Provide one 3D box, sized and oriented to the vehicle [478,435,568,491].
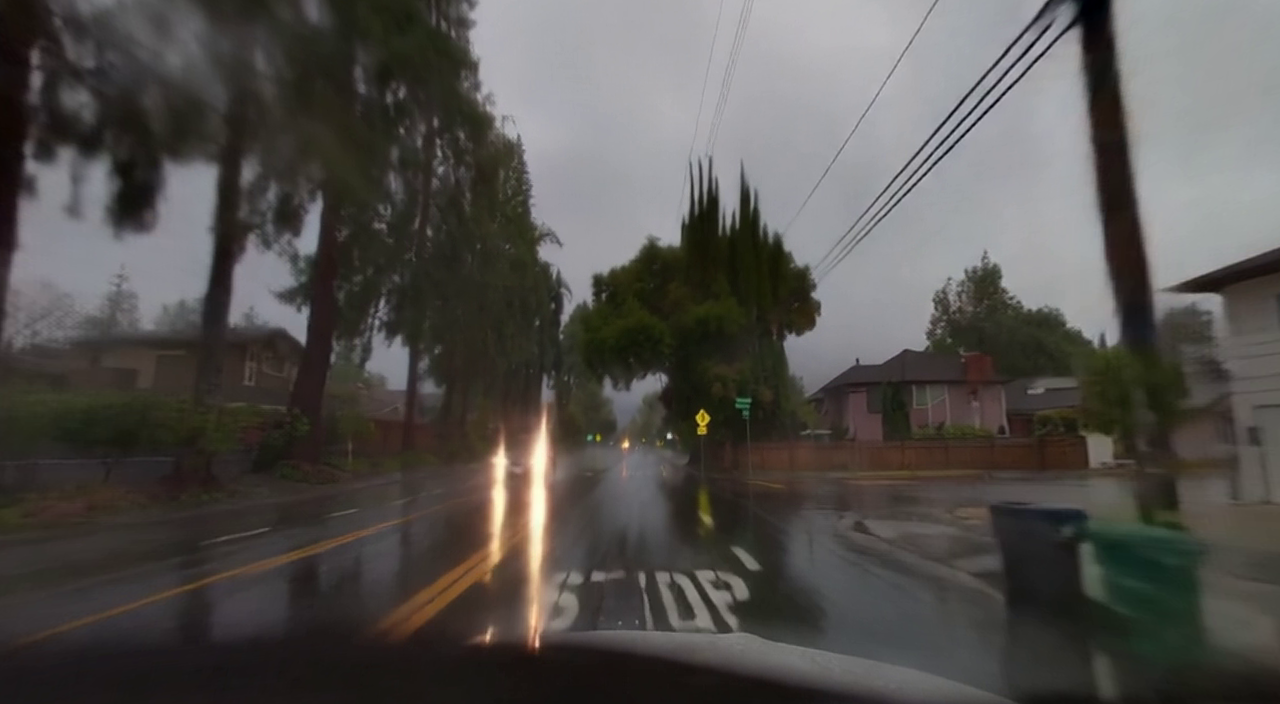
[{"bbox_3d":[-4.051,3.968,22.850,2.267,1.768,4.911,0,-9,1],"label":"vehicle"}]
